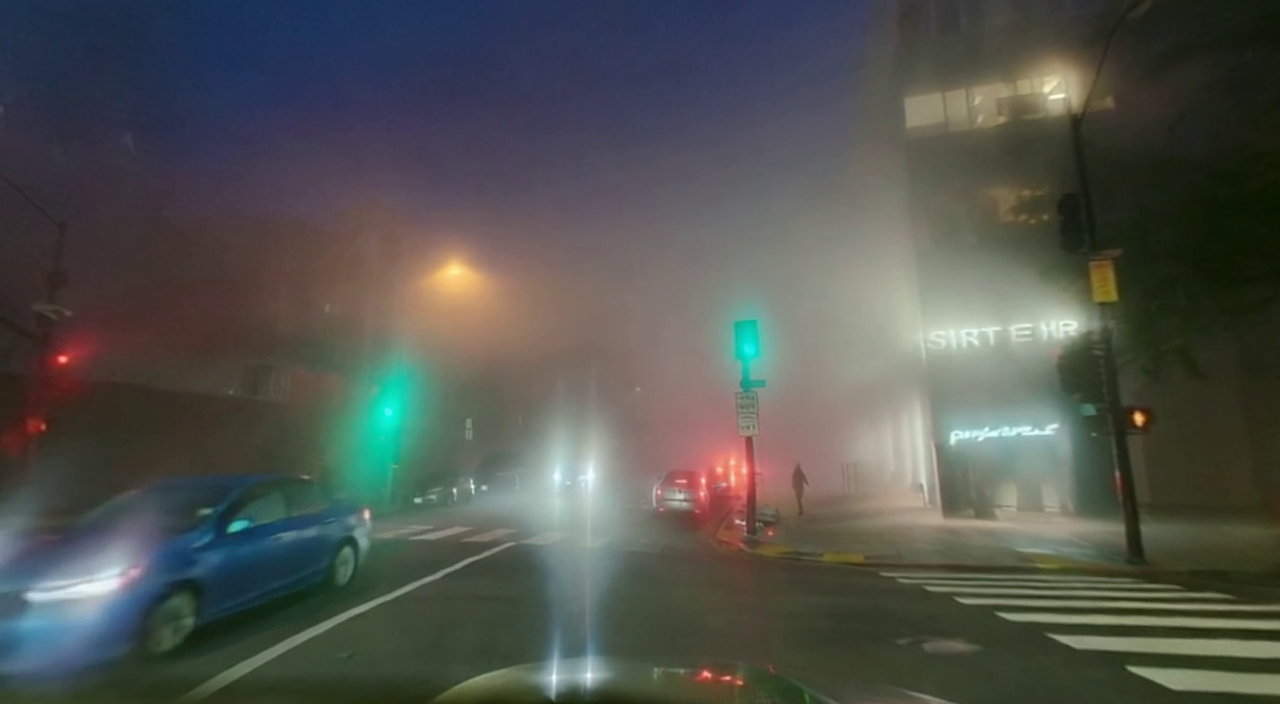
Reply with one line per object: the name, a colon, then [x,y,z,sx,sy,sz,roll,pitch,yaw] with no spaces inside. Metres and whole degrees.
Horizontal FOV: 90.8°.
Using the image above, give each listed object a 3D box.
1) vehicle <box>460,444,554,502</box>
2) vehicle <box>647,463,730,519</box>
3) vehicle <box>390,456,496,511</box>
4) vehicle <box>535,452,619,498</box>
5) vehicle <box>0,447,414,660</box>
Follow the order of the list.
vehicle: [-6.166,5.641,30.055,2.120,2.078,5.403,-6,-7,13]
vehicle: [1.703,4.433,20.667,1.892,1.481,4.365,-3,-9,15]
vehicle: [-7.565,5.063,24.709,1.933,1.461,4.393,-7,-6,12]
vehicle: [-2.587,5.261,27.495,2.181,1.723,4.692,-2,-9,14]
vehicle: [-4.362,1.790,6.828,2.119,1.485,4.472,-1,-8,1]
